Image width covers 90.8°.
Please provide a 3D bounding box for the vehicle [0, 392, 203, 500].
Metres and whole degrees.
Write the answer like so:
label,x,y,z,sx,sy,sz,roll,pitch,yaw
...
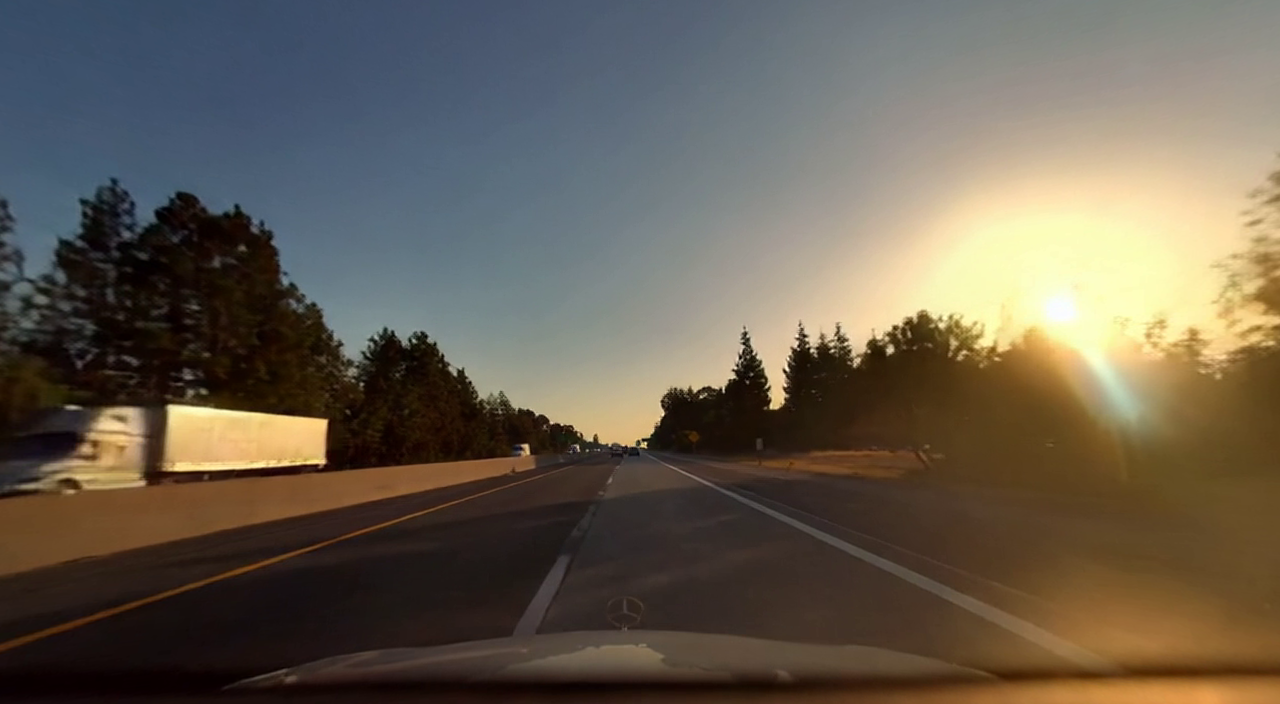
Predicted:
label,x,y,z,sx,sy,sz,roll,pitch,yaw
vehicle,-21.018,3.705,25.043,2.978,3.740,5.936,0,-9,-1
